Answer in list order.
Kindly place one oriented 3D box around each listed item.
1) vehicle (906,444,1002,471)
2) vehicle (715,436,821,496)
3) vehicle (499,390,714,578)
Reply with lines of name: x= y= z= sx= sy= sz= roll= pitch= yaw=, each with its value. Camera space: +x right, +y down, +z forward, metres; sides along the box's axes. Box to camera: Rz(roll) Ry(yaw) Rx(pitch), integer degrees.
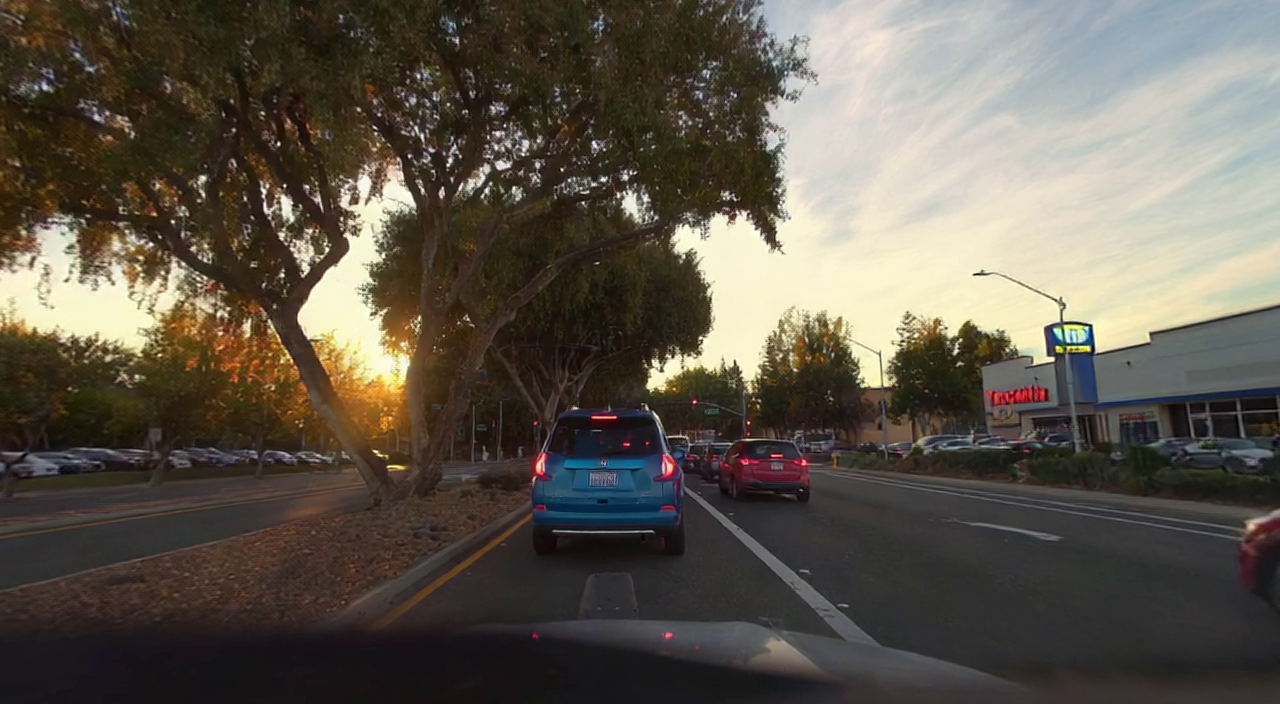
vehicle: x=17.207 y=5.773 z=34.770 sx=4.290 sy=1.427 sz=1.751 roll=0 pitch=-9 yaw=2
vehicle: x=3.670 y=3.378 z=19.119 sx=2.098 sy=1.555 sz=4.778 roll=0 pitch=-9 yaw=-1
vehicle: x=-0.299 y=1.647 z=8.627 sx=2.096 sy=1.837 sz=4.687 roll=0 pitch=-9 yaw=1
